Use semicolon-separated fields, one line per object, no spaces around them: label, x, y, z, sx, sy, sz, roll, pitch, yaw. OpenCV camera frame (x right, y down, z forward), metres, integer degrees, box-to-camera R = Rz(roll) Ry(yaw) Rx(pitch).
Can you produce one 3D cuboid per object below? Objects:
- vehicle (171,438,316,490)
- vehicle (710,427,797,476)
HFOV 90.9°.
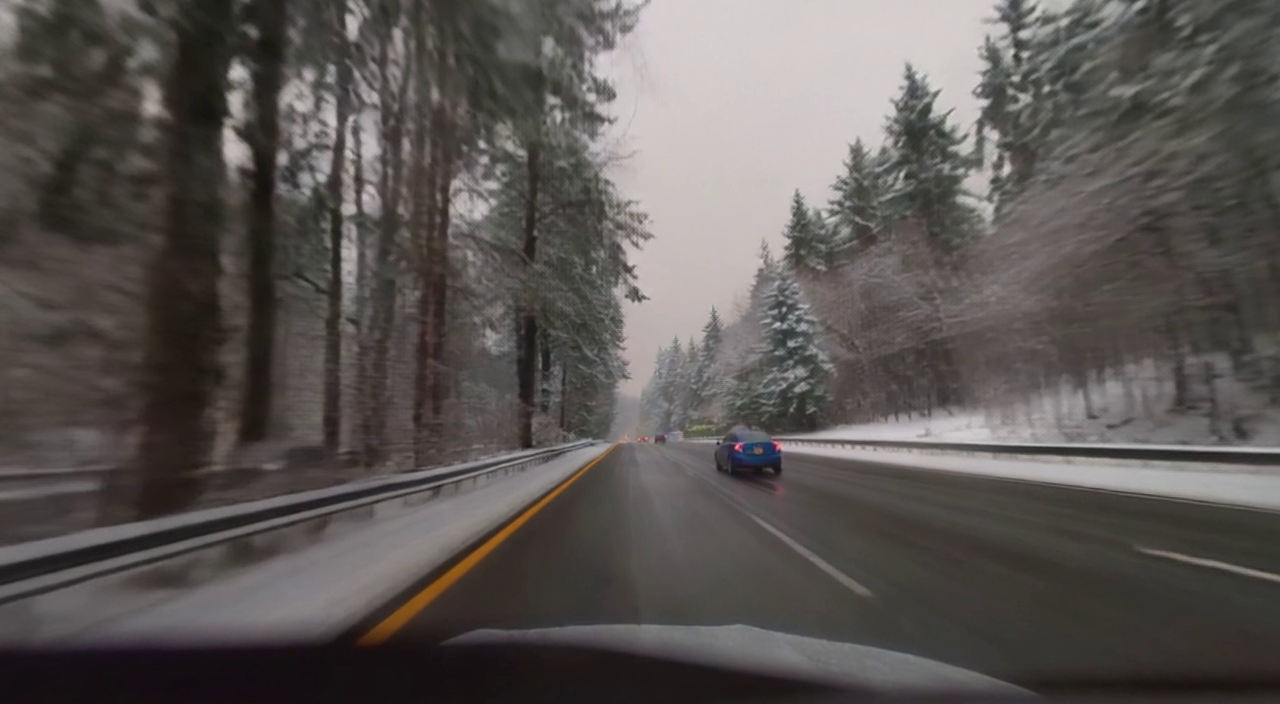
vehicle;-13.843;3.895;22.457;2.019;1.603;4.890;0;-8;-1
vehicle;3.761;3.386;21.767;2.017;1.502;4.369;0;-8;-2
